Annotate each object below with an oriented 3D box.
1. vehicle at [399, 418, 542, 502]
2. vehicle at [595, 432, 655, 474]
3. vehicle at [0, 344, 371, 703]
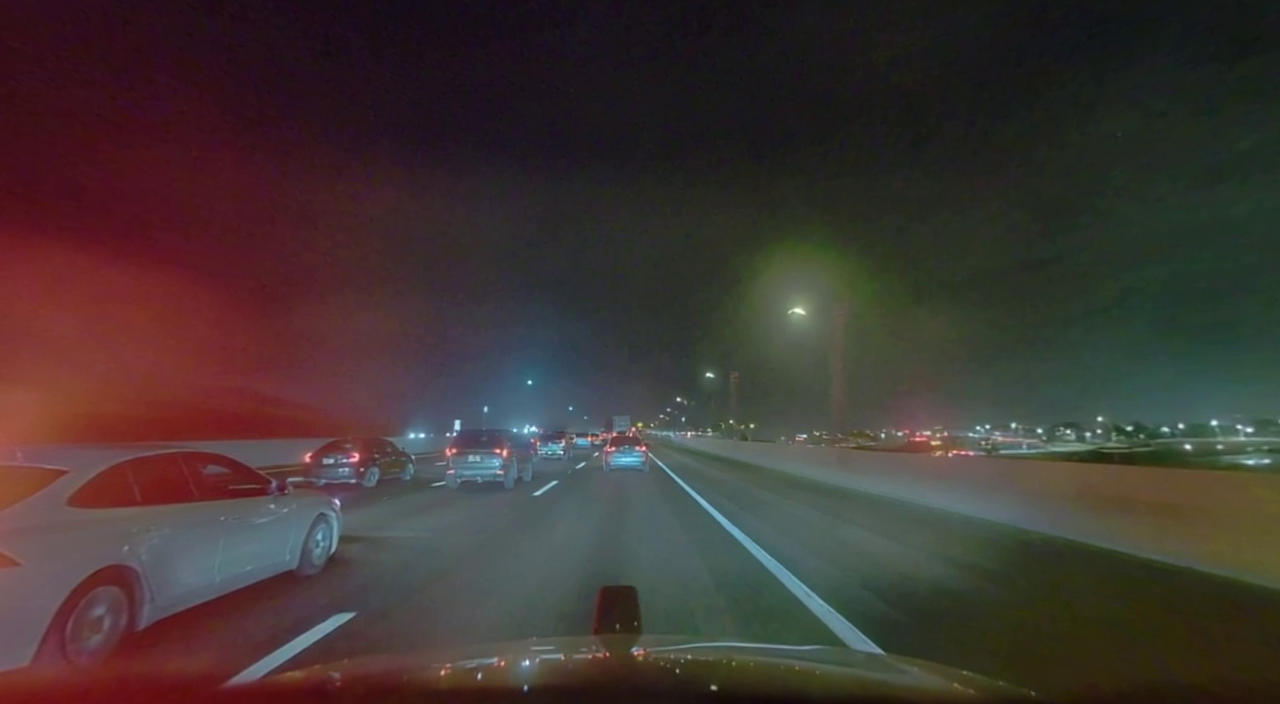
[{"bbox_3d":[-3.837,2.518,15.197,2.154,1.690,4.595,0,-8,0],"label":"vehicle"},{"bbox_3d":[-0.552,3.806,23.928,2.070,1.452,3.834,0,-8,-1],"label":"vehicle"},{"bbox_3d":[-3.836,1.032,4.249,2.107,1.703,4.274,0,-8,0],"label":"vehicle"}]
